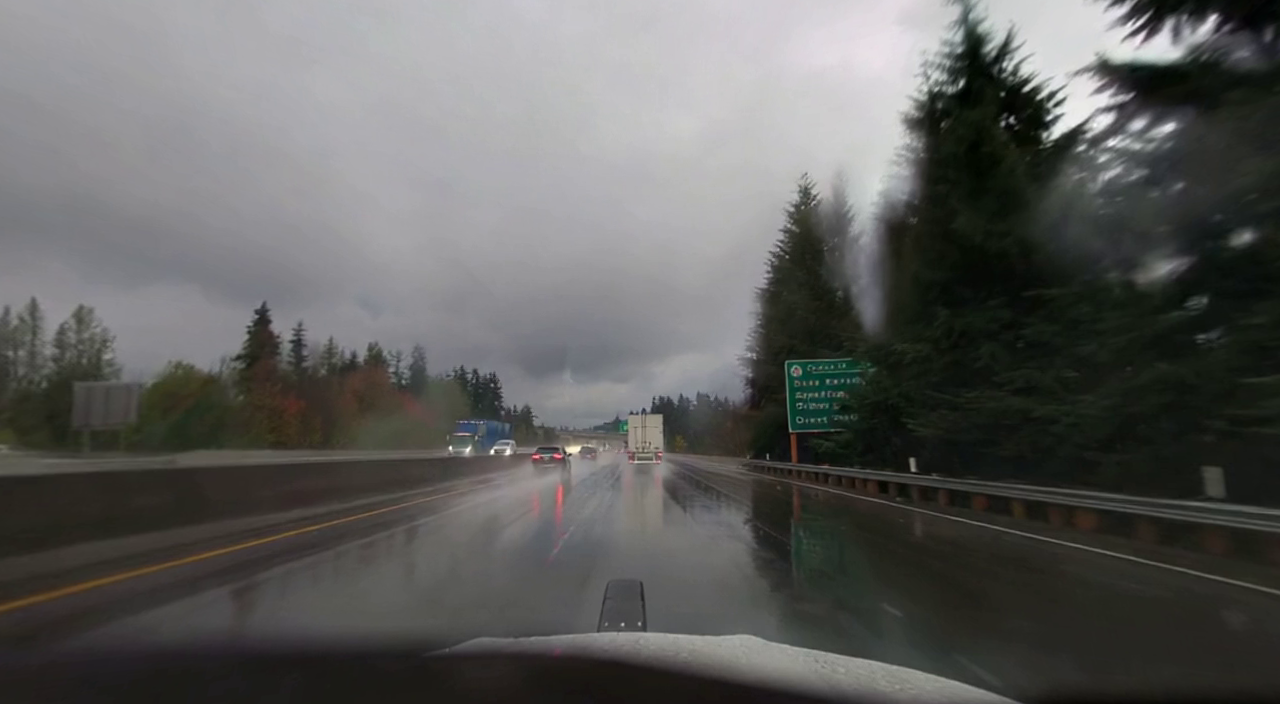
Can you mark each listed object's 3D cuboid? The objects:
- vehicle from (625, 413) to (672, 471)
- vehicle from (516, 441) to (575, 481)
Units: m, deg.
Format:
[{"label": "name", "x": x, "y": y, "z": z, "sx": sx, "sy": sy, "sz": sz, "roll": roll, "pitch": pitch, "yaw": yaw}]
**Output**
[{"label": "vehicle", "x": 0.420, "y": 6.286, "z": 43.718, "sx": 2.893, "sy": 3.628, "sz": 9.081, "roll": 0, "pitch": -9, "yaw": -1}, {"label": "vehicle", "x": -4.201, "y": 4.916, "z": 28.626, "sx": 2.079, "sy": 1.656, "sz": 3.965, "roll": 0, "pitch": -9, "yaw": 0}]
